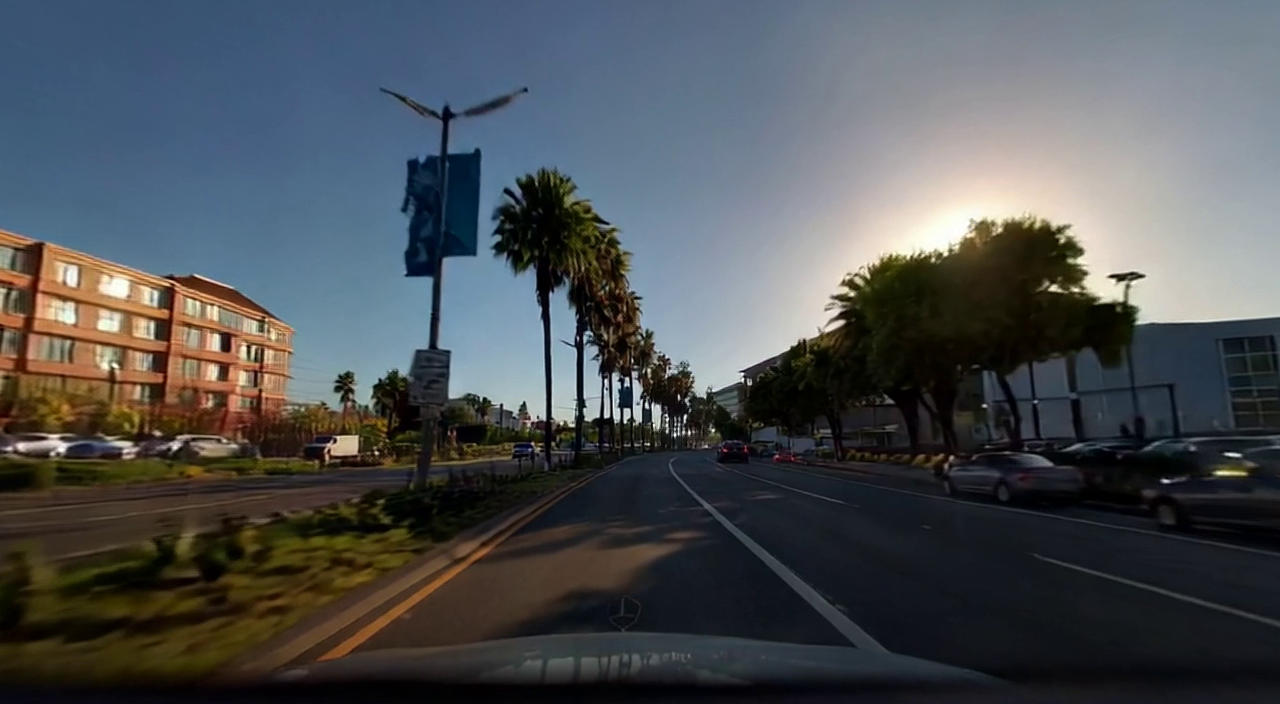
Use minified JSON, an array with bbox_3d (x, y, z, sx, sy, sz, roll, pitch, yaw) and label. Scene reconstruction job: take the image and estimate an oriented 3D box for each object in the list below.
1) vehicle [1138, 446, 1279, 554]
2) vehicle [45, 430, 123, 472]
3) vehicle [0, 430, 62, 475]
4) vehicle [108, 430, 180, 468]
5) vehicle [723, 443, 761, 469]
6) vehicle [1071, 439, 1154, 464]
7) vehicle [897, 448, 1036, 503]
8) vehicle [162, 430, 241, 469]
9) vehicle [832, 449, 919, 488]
[{"bbox_3d":[10.335,2.166,9.225,2.086,1.545,4.645,1,-9,-3],"label":"vehicle"},{"bbox_3d":[-35.106,6.221,39.673,5.636,2.448,2.280,-6,-11,36],"label":"vehicle"},{"bbox_3d":[-37.262,6.023,37.938,6.188,2.494,2.424,-7,-11,39],"label":"vehicle"},{"bbox_3d":[-32.075,6.230,40.607,6.178,2.298,1.943,-6,-10,37],"label":"vehicle"},{"bbox_3d":[7.023,7.211,43.888,2.000,1.717,4.101,0,-9,0],"label":"vehicle"},{"bbox_3d":[33.819,7.120,45.115,4.252,1.711,1.954,0,-9,2],"label":"vehicle"},{"bbox_3d":[10.138,3.830,20.051,1.875,1.491,4.780,0,-9,0],"label":"vehicle"},{"bbox_3d":[-30.861,6.898,44.247,5.692,2.593,2.245,-7,-11,31],"label":"vehicle"},{"bbox_3d":[10.216,5.060,27.685,1.950,1.410,4.642,0,-7,-1],"label":"vehicle"}]
